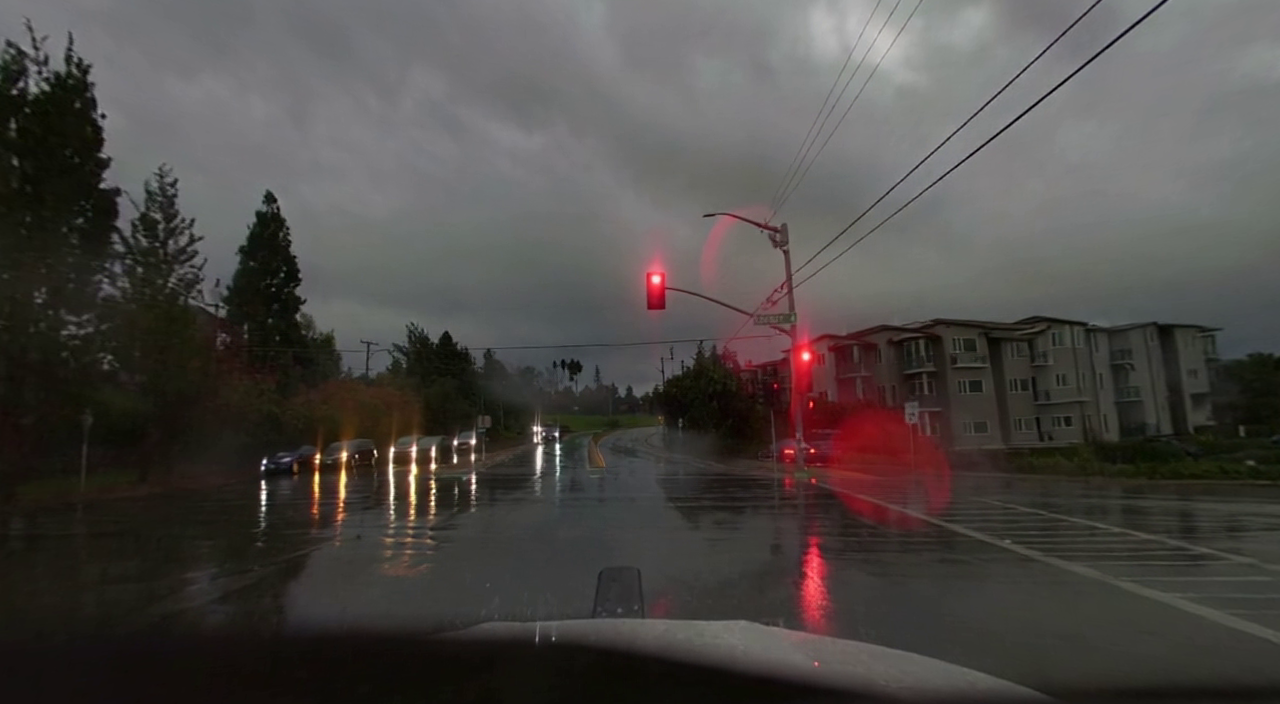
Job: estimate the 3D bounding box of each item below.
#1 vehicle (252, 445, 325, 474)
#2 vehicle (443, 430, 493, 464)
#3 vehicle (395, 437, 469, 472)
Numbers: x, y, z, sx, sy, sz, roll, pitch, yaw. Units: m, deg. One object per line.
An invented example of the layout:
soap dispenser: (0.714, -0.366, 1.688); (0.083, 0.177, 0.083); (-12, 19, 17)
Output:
vehicle: (-21.062, 6.468, 38.107); (1.981, 1.628, 4.336); (0, -9, -1)
vehicle: (-9.782, 5.456, 36.174); (1.910, 1.818, 4.057); (0, -9, -3)
vehicle: (-9.673, 4.797, 29.785); (2.116, 1.521, 4.294); (0, -9, -2)
